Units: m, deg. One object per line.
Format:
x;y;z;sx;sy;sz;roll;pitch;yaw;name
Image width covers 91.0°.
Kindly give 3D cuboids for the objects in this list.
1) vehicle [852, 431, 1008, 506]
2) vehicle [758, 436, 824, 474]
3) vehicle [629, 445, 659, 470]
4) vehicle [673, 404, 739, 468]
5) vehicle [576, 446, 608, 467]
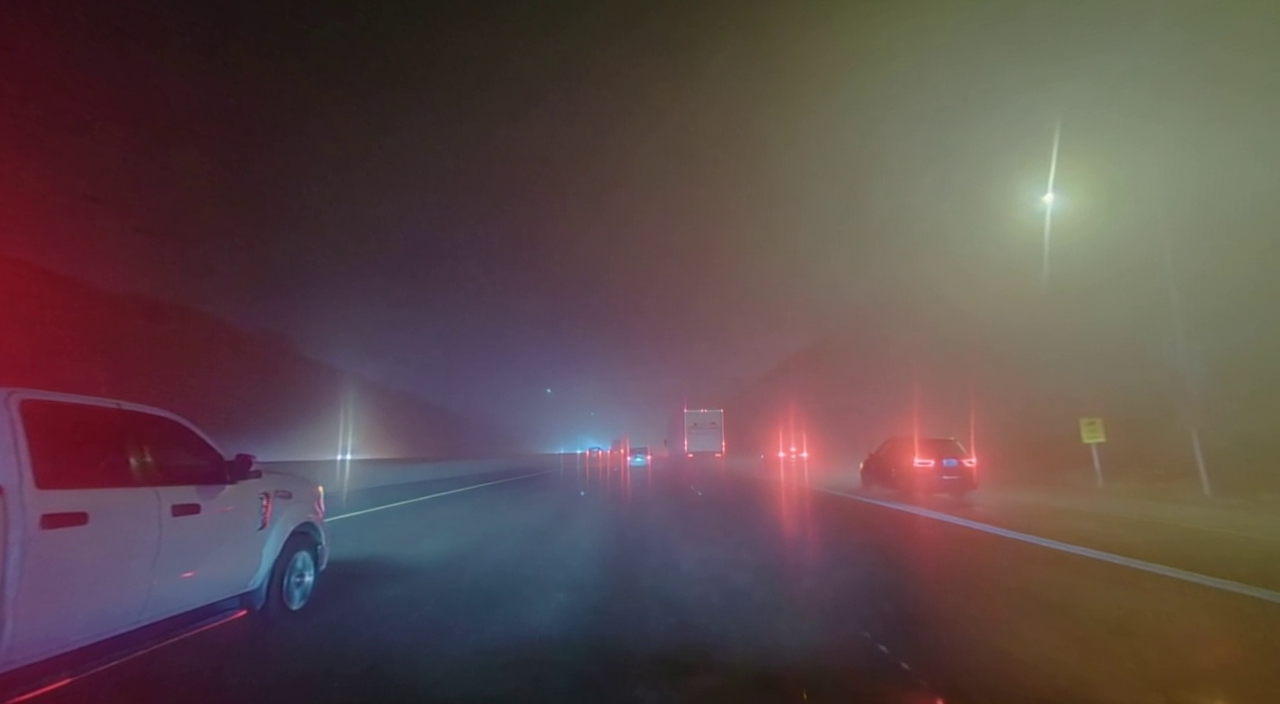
7.339;2.976;16.565;2.044;1.676;4.421;0;-9;1;vehicle
7.484;5.170;31.796;2.143;1.775;4.729;0;-9;0;vehicle
0.216;6.914;41.461;1.866;1.492;3.932;0;-9;0;vehicle
3.991;5.552;41.036;3.130;3.607;11.129;0;-9;0;vehicle
-3.627;7.965;48.190;2.132;1.506;4.256;0;-9;0;vehicle
